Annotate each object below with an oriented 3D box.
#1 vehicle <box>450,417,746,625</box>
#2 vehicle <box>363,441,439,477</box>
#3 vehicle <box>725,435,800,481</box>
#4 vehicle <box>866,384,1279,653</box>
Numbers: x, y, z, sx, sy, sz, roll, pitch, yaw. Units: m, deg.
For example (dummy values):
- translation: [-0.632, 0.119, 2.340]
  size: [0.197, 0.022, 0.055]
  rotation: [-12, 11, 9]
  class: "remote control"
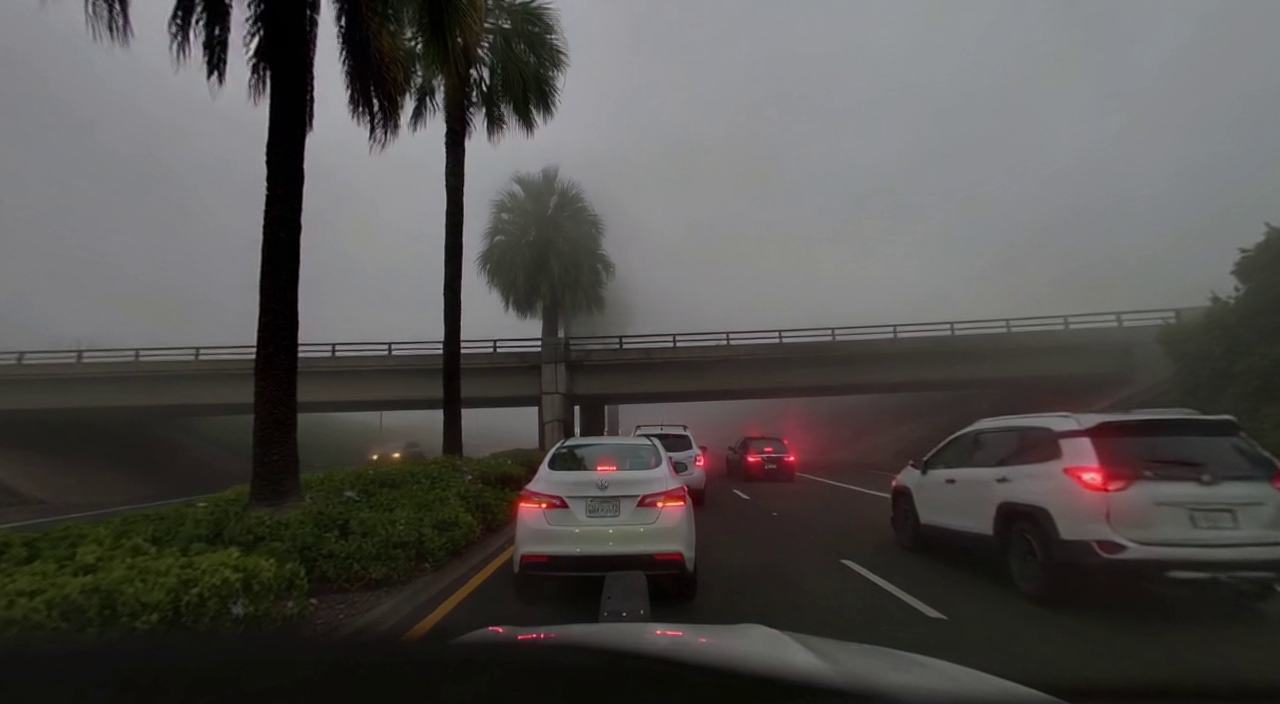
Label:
- translation: [-0.258, 1.544, 6.690]
  size: [2.172, 1.506, 4.018]
  rotation: [0, -9, 2]
  class: "vehicle"
- translation: [-11.967, 5.367, 31.755]
  size: [2.084, 1.704, 4.485]
  rotation: [0, -8, -1]
  class: "vehicle"
- translation: [4.455, 3.923, 23.541]
  size: [2.034, 1.517, 4.840]
  rotation: [0, -9, 3]
  class: "vehicle"
- translation: [4.151, 1.350, 6.222]
  size: [2.149, 1.609, 4.807]
  rotation: [0, -9, 2]
  class: "vehicle"
